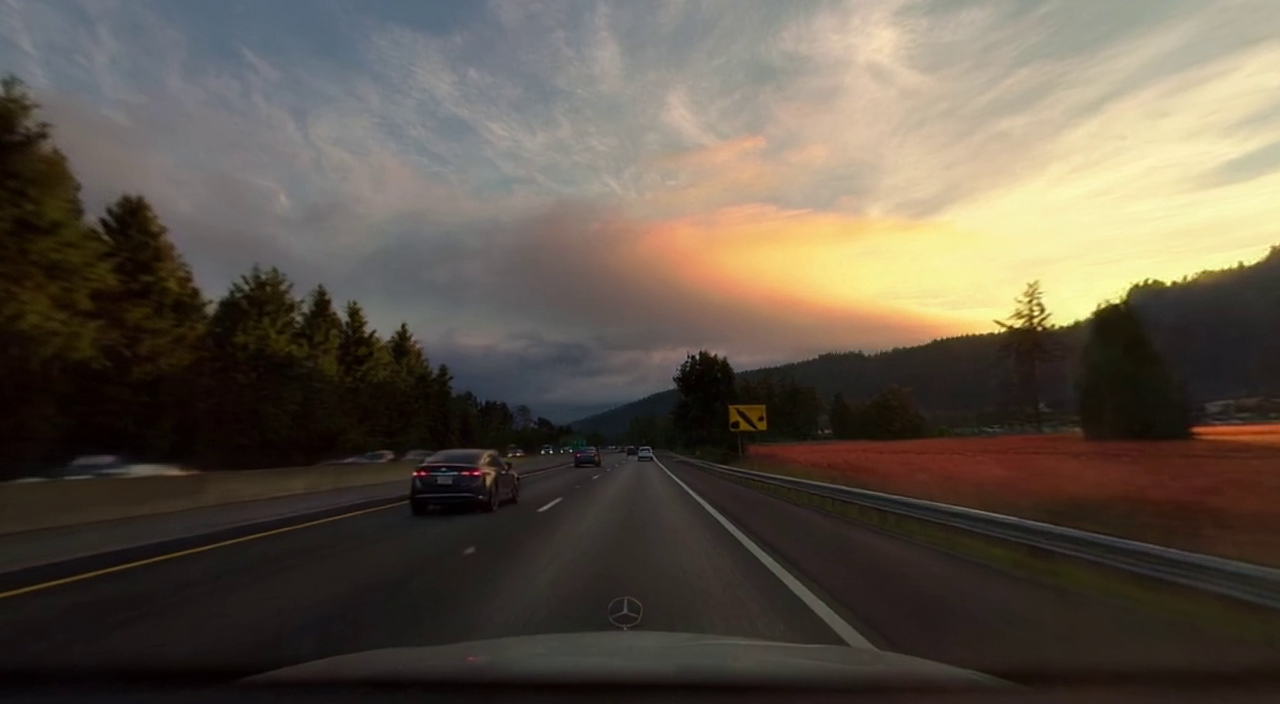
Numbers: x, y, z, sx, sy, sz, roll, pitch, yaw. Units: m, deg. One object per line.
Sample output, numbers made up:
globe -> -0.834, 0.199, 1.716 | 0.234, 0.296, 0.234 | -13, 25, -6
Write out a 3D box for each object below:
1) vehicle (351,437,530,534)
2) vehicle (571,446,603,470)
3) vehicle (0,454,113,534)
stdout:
vehicle -> -3.453, 2.393, 11.851 | 1.970, 1.483, 4.097 | 0, -9, 1
vehicle -> -3.969, 8.021, 47.902 | 2.095, 1.664, 4.305 | 0, -9, 0
vehicle -> -12.709, 2.679, 11.955 | 1.887, 1.427, 4.057 | 0, -9, 0
